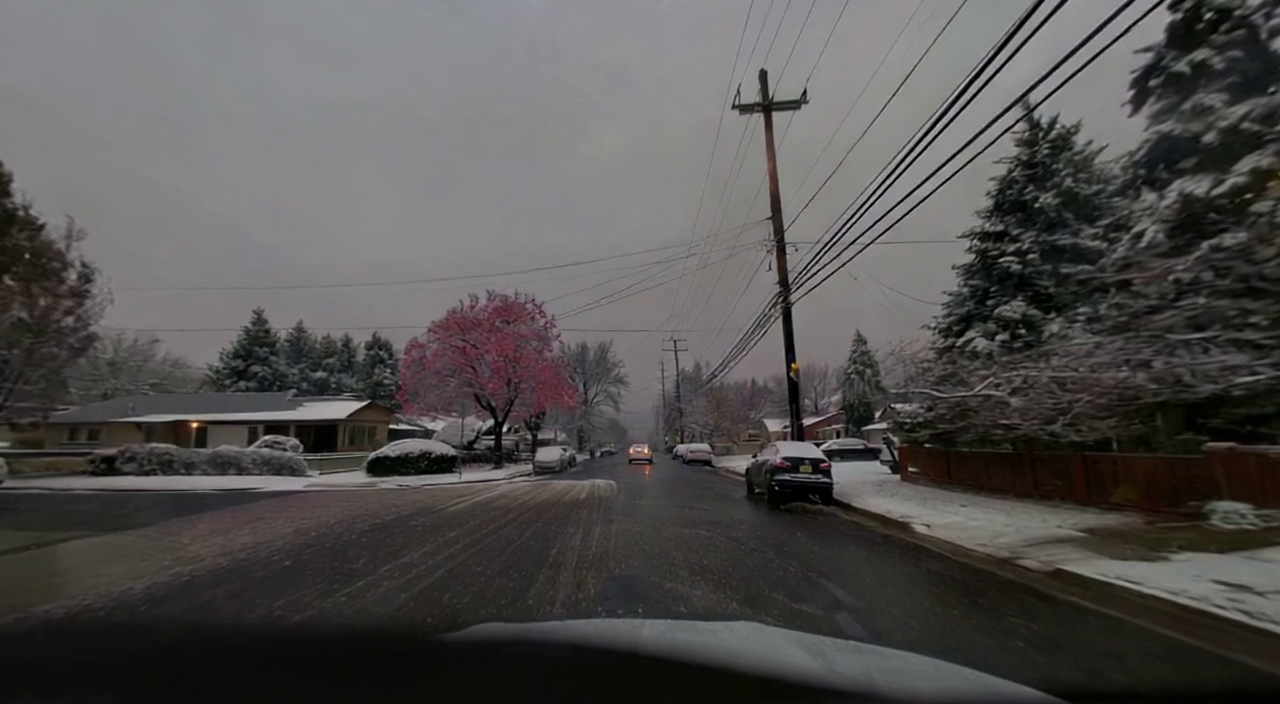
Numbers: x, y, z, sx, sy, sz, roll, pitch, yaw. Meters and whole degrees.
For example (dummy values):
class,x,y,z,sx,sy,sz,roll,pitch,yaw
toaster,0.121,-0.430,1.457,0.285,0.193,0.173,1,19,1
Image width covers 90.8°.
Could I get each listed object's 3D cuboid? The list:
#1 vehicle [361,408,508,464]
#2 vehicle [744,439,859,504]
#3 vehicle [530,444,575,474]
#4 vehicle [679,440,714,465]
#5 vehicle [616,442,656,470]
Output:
class,x,y,z,sx,sy,sz,roll,pitch,yaw
vehicle,-12.954,5.399,40.409,8.239,3.354,2.902,0,-9,1
vehicle,4.206,3.168,17.207,2.058,1.535,4.323,0,-8,1
vehicle,-4.804,5.919,35.190,1.874,1.413,4.442,0,-7,0
vehicle,3.959,7.122,44.970,2.103,1.679,4.386,0,-8,0
vehicle,-0.137,5.779,35.448,2.075,1.449,4.526,0,-8,2
